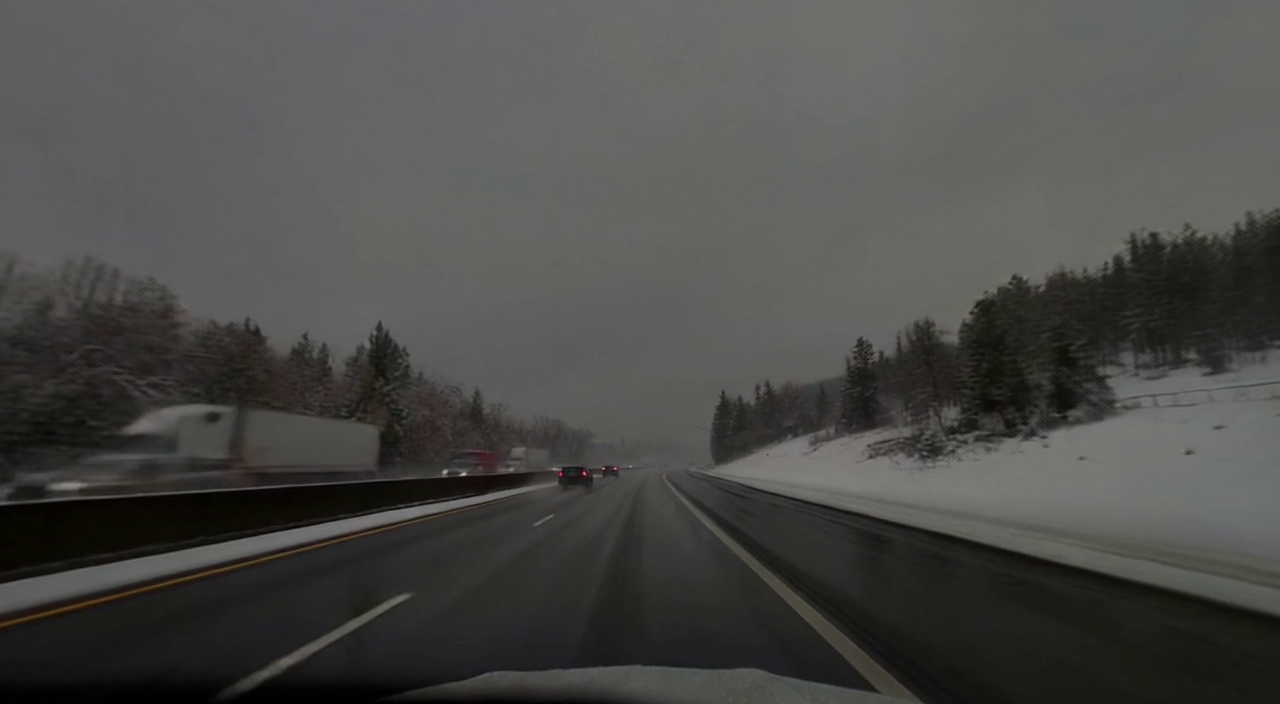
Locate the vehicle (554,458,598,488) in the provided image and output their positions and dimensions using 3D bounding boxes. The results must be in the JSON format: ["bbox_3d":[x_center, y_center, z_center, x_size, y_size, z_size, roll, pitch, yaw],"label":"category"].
[{"bbox_3d":[-3.970,7.689,40.012,2.160,1.721,4.368,1,-10,2],"label":"vehicle"}]

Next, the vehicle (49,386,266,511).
[{"bbox_3d":[-17.232,3.611,23.213,3.027,3.952,5.790,1,-10,1],"label":"vehicle"}]

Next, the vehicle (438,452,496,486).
[{"bbox_3d":[-12.114,8.255,44.514,2.282,2.189,5.633,1,-10,2],"label":"vehicle"}]
